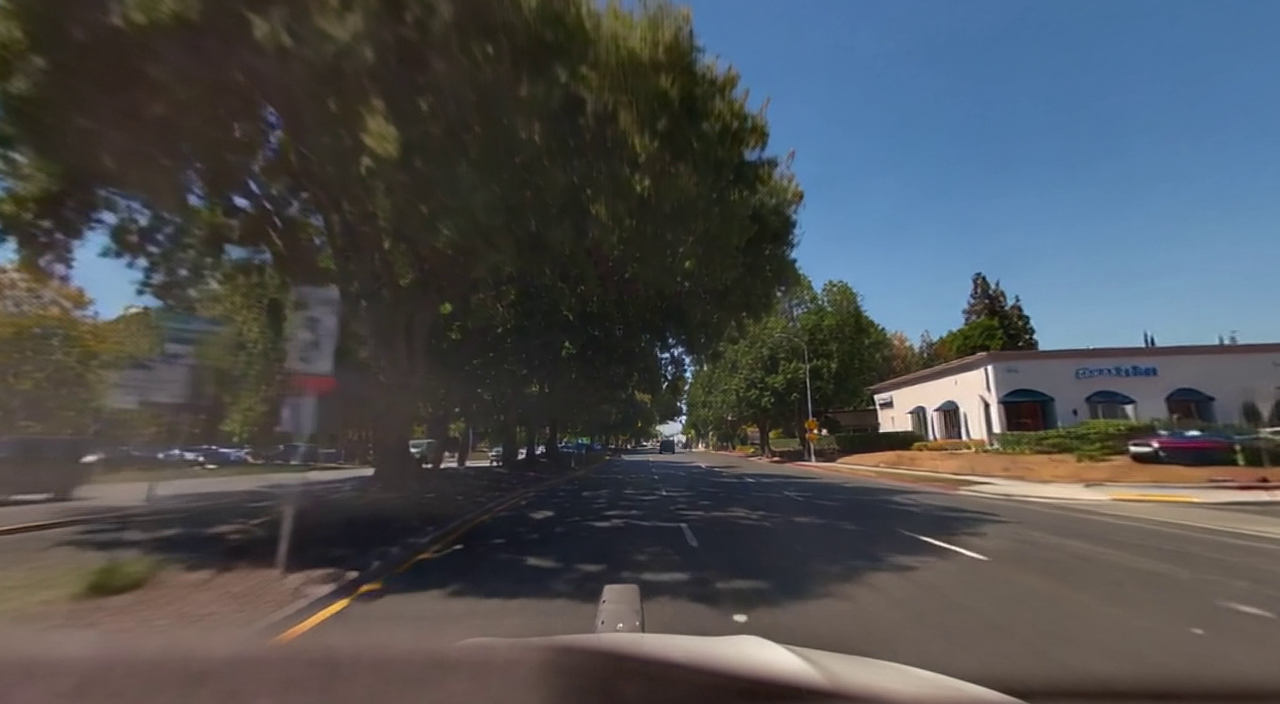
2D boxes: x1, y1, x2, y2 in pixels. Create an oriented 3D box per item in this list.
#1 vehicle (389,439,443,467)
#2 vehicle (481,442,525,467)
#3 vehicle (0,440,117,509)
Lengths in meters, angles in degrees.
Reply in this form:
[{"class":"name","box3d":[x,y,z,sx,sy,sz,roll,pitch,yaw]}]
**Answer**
[{"class":"vehicle","box3d":[-14.918,6.728,42.282,1.924,1.767,4.397,0,-9,1]},{"class":"vehicle","box3d":[-8.998,6.757,41.749,2.107,1.560,3.955,0,-9,-1]},{"class":"vehicle","box3d":[-14.771,2.744,14.281,1.967,1.453,4.539,0,-9,0]}]
